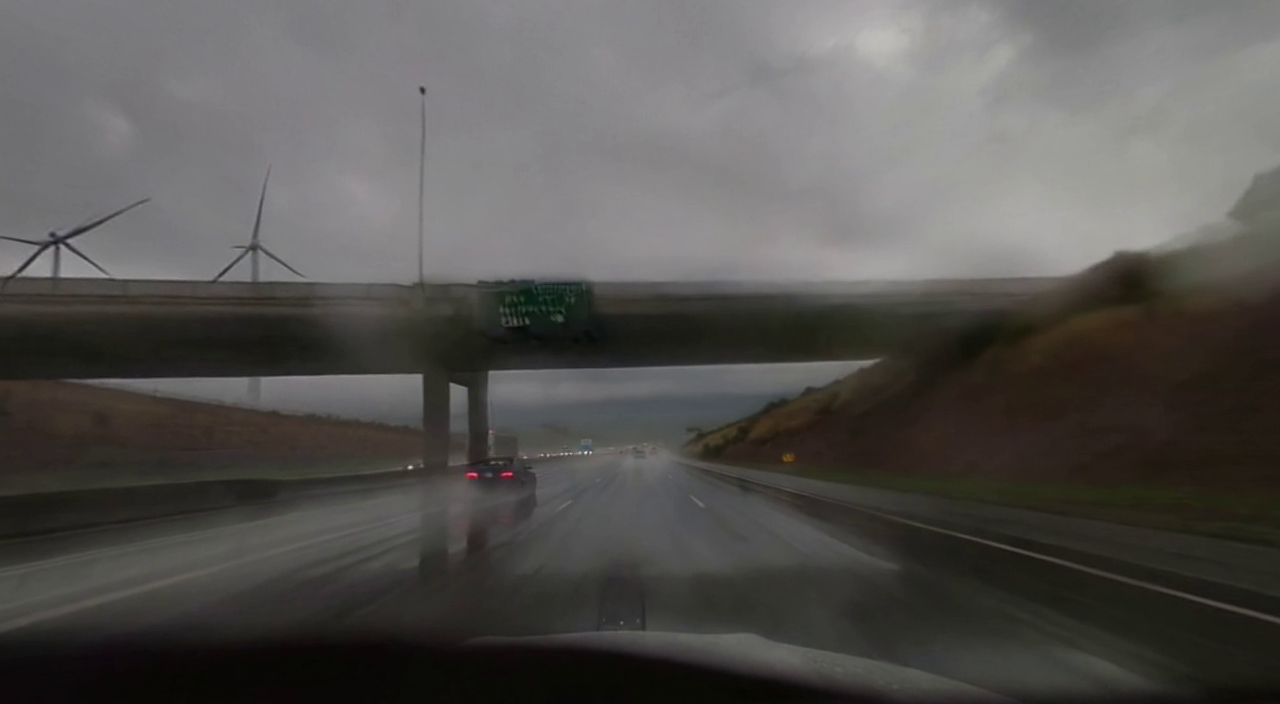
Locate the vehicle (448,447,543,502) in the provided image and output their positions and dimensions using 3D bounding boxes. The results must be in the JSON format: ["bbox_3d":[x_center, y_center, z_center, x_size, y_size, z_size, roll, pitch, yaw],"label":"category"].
[{"bbox_3d":[-4.268,3.670,19.337,1.921,1.481,4.120,0,-9,0],"label":"vehicle"}]
